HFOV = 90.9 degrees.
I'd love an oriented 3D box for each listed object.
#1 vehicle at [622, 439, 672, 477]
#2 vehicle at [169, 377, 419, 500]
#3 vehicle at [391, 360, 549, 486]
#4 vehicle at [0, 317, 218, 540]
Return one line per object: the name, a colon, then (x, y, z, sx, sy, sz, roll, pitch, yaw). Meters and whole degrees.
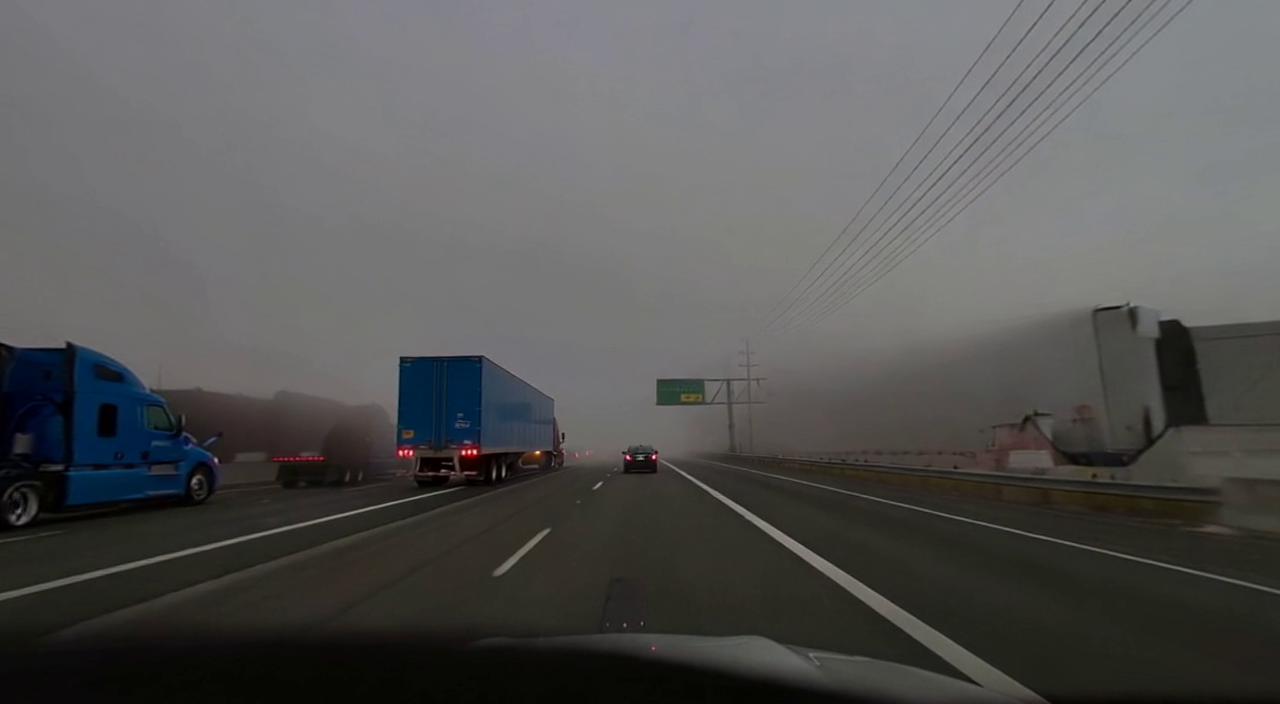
vehicle: (0.240, 4.660, 27.946, 2.055, 1.514, 4.323, 0, -8, -1)
vehicle: (-10.575, 2.912, 21.042, 2.896, 3.140, 9.491, 0, -8, 0)
vehicle: (-6.593, 3.399, 28.132, 2.907, 4.081, 15.311, 0, -8, 0)
vehicle: (-10.598, 1.252, 10.083, 2.722, 3.172, 7.167, 0, -8, -1)
